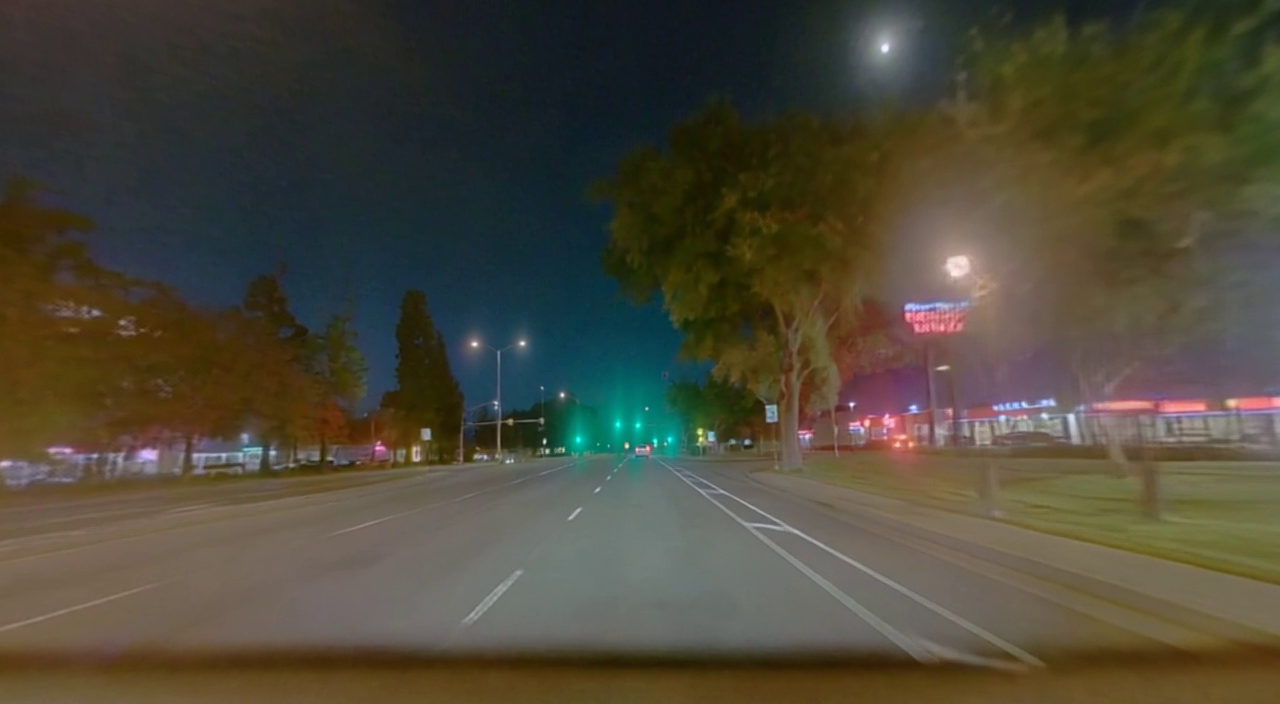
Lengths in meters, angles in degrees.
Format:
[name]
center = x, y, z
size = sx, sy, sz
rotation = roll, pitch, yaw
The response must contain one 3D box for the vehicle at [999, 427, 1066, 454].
[vehicle]
center = 30.875, 7.051, 49.869
size = 1.966, 1.767, 4.697
rotation = -4, -10, -2
